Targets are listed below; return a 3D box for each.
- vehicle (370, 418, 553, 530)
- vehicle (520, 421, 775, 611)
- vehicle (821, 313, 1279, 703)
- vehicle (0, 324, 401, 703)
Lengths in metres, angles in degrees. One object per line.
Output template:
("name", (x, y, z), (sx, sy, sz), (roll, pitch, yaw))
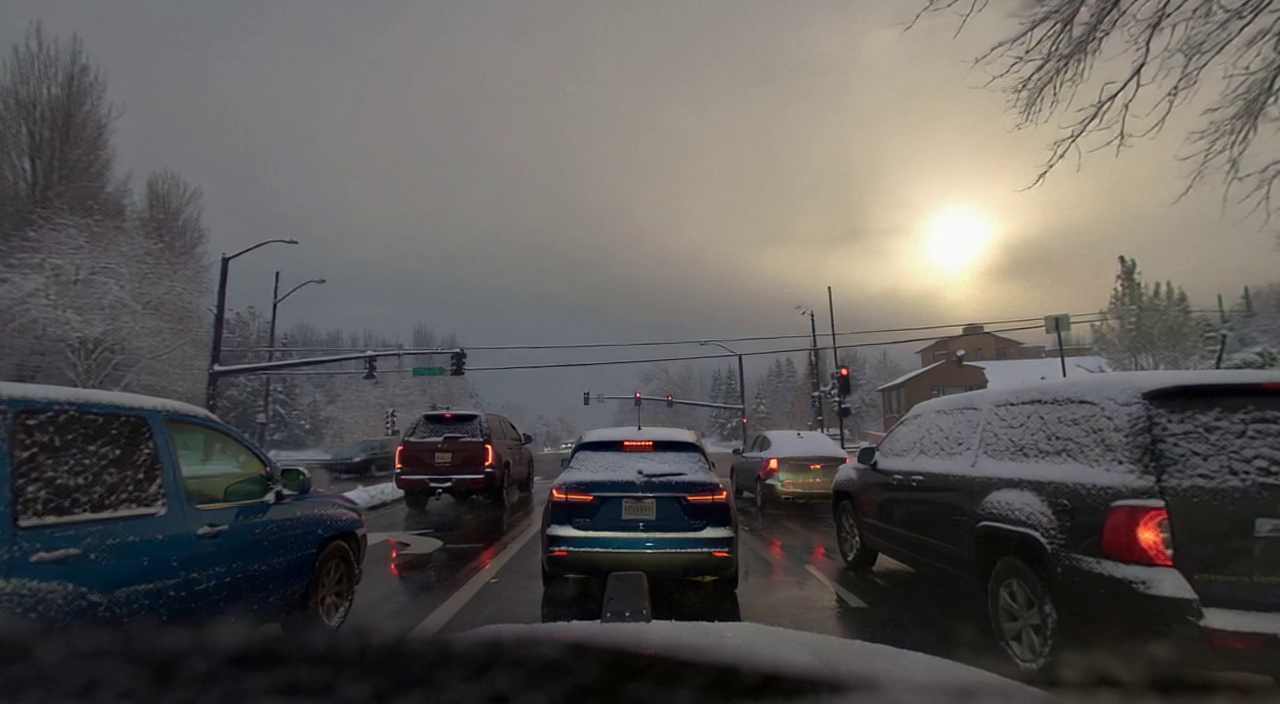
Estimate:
("vehicle", (-3.179, 2.300, 12.454), (2.117, 1.772, 4.619), (0, -8, 2))
("vehicle", (0.022, 1.598, 7.046), (2.021, 1.490, 3.948), (0, -8, -1))
("vehicle", (3.215, 1.101, 4.735), (2.141, 1.833, 4.704), (0, -8, -2))
("vehicle", (-3.123, 0.954, 3.310), (1.982, 1.721, 4.261), (0, -8, 1))
